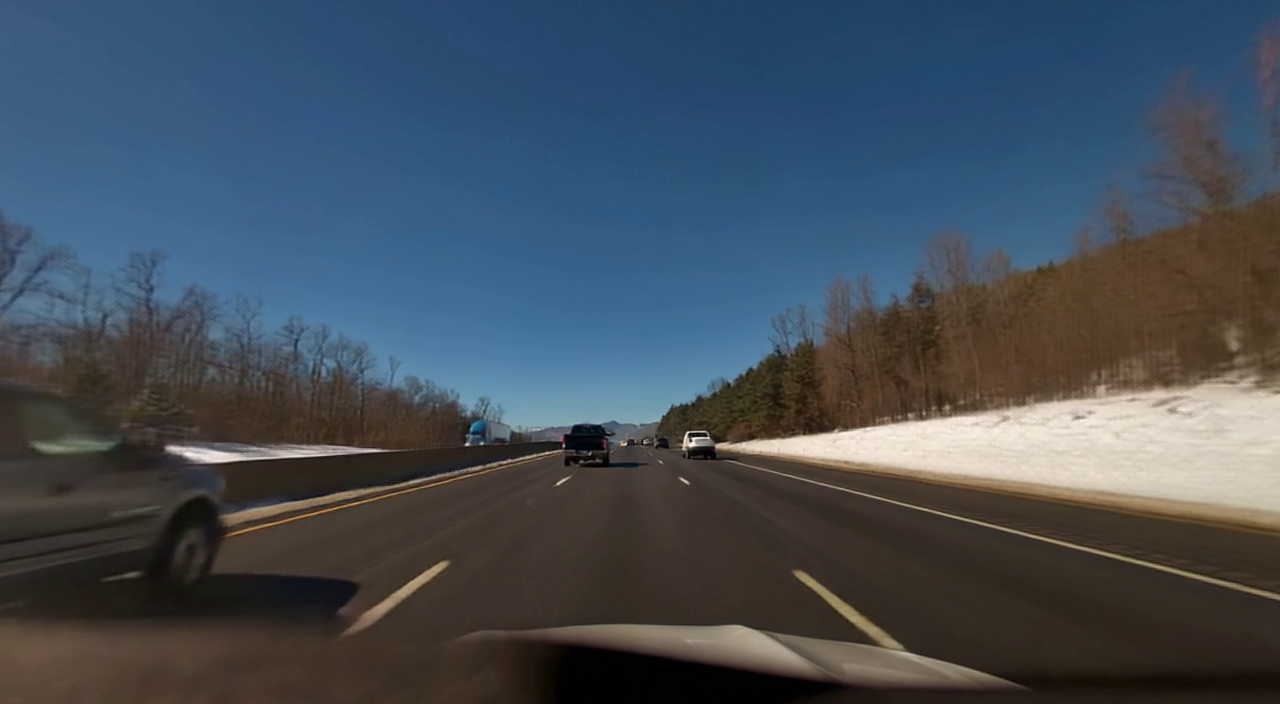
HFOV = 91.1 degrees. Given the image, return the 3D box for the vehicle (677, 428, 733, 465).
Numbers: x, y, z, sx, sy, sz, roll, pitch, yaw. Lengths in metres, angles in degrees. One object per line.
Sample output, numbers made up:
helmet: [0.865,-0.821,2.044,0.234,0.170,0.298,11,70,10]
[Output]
vehicle: [3.119,4.642,31.170,2.124,1.696,4.173,0,-8,-3]

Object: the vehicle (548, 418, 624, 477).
vehicle: [-1.718,3.239,21.605,2.185,1.772,4.656,0,-8,0]

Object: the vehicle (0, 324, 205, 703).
vehicle: [-3.745,0.583,1.689,1.997,1.663,4.451,0,-8,-1]
